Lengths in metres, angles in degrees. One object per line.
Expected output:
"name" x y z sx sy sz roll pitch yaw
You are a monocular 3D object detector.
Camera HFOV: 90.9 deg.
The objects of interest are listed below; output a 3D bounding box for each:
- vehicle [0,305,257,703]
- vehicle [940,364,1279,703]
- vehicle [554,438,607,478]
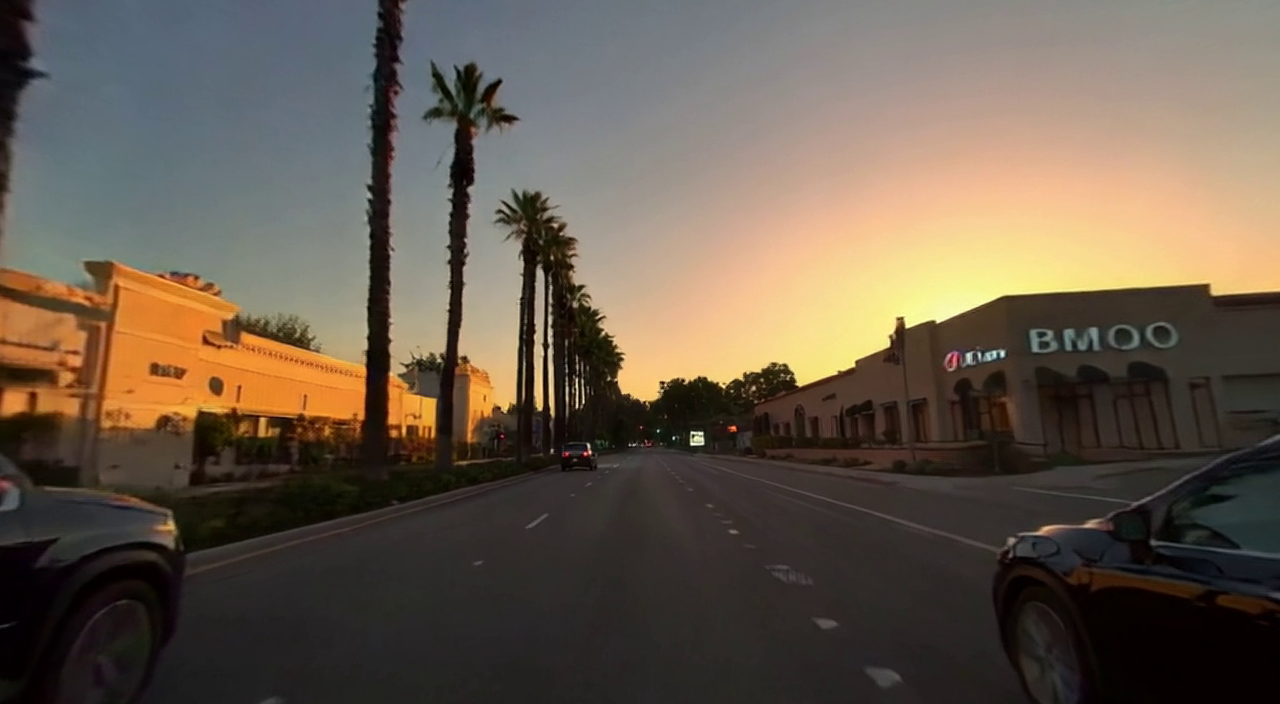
"vehicle" -3.213 0.633 1.317 2.058 1.804 4.391 0 -8 -1
"vehicle" 2.823 0.789 1.781 1.946 1.513 4.133 0 -8 1
"vehicle" -2.727 4.980 29.973 1.998 1.743 4.402 0 -8 1
